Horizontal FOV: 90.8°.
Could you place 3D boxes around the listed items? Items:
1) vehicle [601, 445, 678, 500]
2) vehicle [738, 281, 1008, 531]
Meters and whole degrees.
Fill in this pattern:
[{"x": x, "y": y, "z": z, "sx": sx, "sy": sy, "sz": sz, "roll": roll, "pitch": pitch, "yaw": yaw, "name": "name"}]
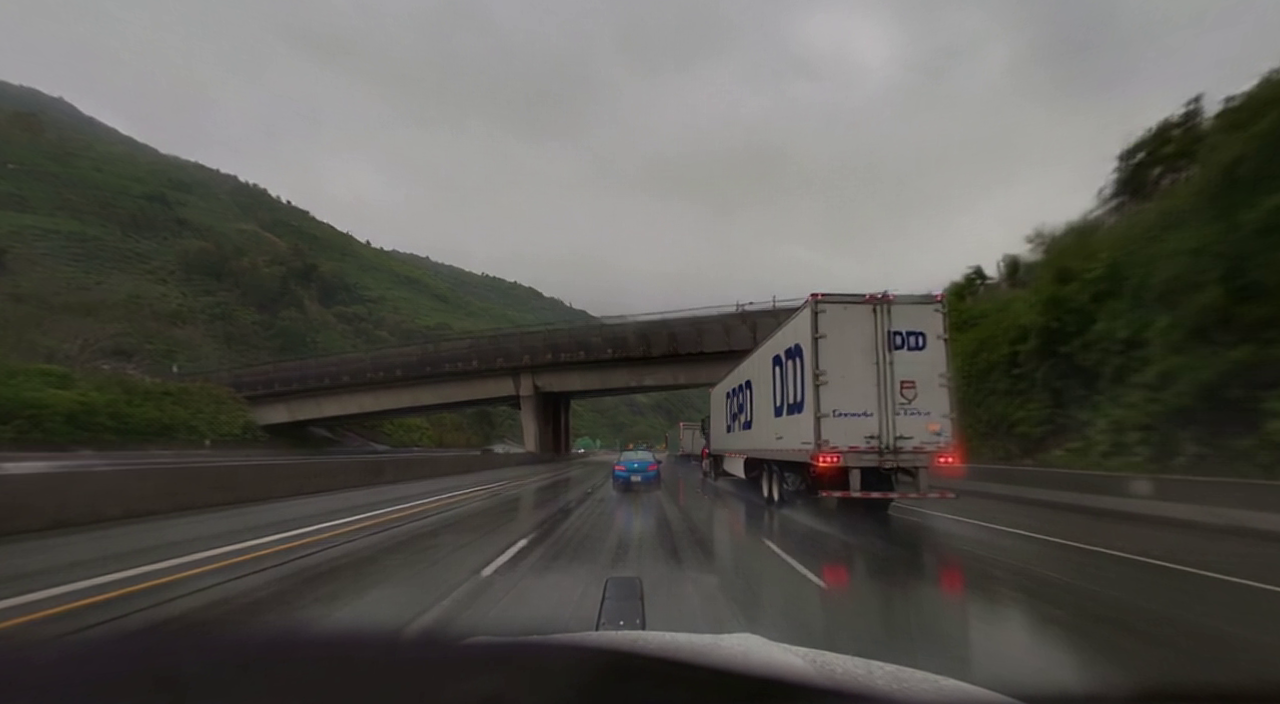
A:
[{"x": -0.032, "y": 3.477, "z": 18.584, "sx": 2.029, "sy": 1.437, "sz": 3.794, "roll": 0, "pitch": -9, "yaw": 0, "name": "vehicle"}, {"x": 4.262, "y": 1.442, "z": 14.103, "sx": 2.802, "sy": 3.956, "sz": 8.291, "roll": 0, "pitch": -9, "yaw": 0, "name": "vehicle"}]
